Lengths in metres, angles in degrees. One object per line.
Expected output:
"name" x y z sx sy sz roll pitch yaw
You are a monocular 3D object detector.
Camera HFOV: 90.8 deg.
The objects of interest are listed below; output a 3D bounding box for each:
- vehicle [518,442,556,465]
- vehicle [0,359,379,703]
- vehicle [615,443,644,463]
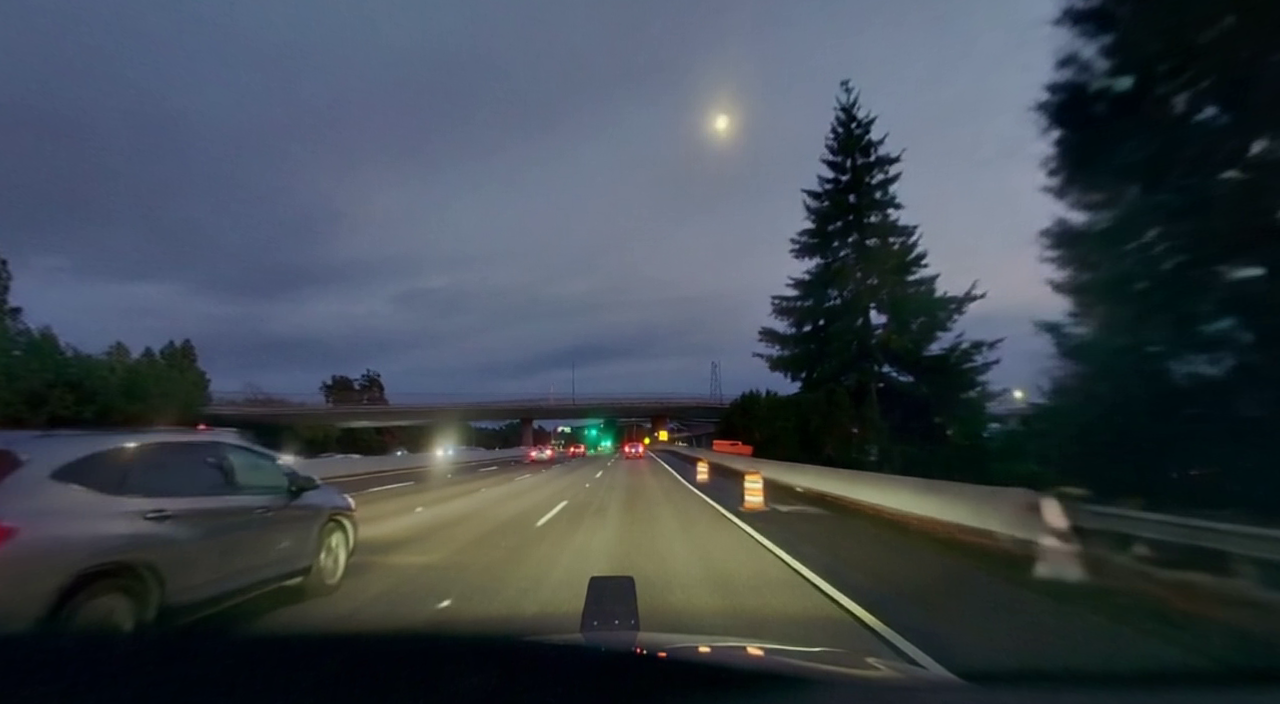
"vehicle" -7.721 7.654 47.664 2.128 1.604 4.279 0 -9 0
"vehicle" -3.554 1.094 4.008 2.024 1.655 4.192 0 -9 -1
"vehicle" -0.776 7.496 46.973 2.051 1.459 4.092 0 -9 -1
